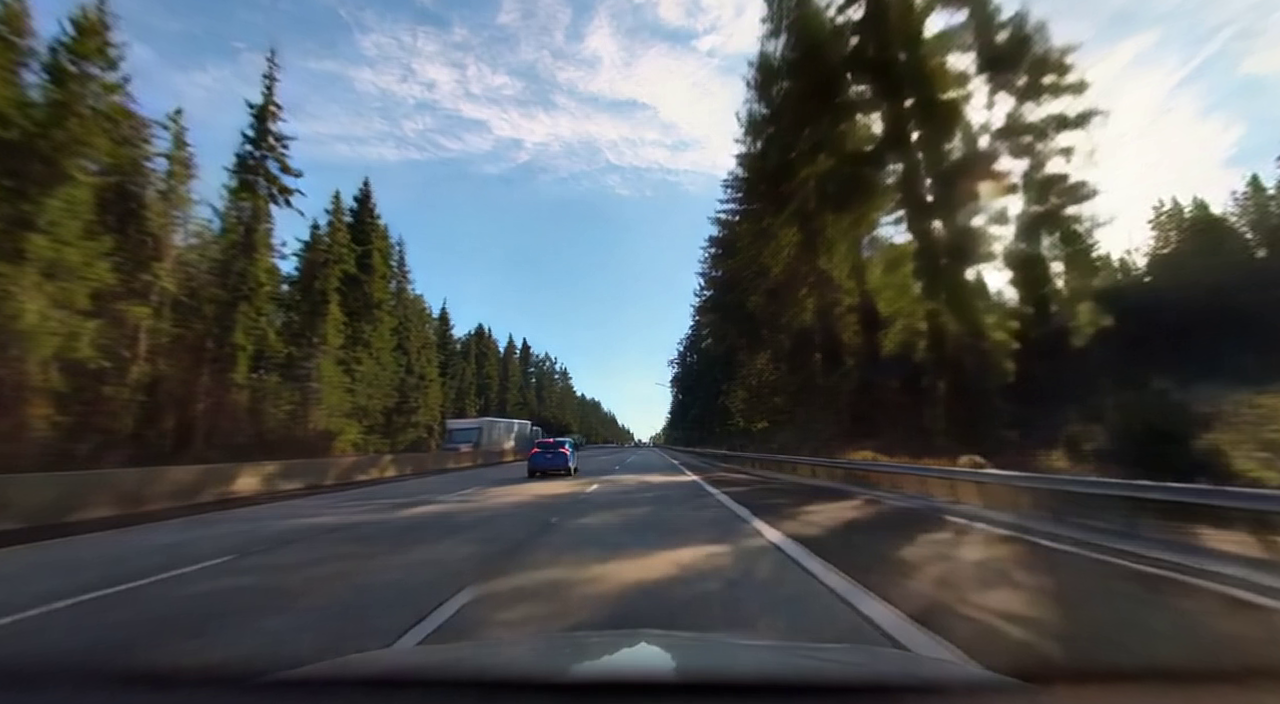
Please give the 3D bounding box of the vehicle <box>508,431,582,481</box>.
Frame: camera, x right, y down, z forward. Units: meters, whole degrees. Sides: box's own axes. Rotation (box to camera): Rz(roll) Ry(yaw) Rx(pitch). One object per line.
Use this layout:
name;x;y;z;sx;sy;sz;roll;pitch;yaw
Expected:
vehicle;-3.583;4.024;24.625;2.084;1.752;4.479;-1;-8;2
